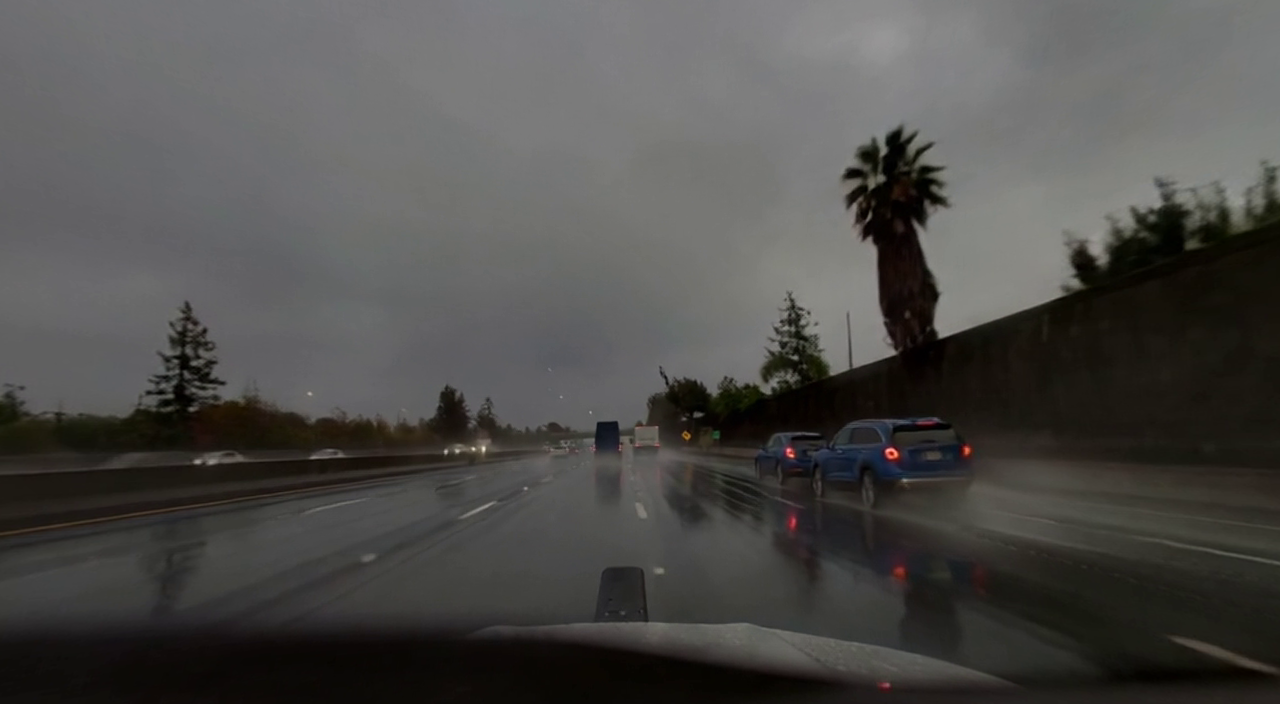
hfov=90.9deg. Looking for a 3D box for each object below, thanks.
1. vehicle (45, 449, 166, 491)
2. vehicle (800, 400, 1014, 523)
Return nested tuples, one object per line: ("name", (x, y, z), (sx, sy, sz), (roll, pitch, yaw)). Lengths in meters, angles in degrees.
("vehicle", (-19.712, 4.346, 23.450), (1.499, 1.379, 3.398), (0, -8, -1))
("vehicle", (5.500, 2.341, 14.042), (2.408, 2.210, 4.999), (0, -8, -2))
